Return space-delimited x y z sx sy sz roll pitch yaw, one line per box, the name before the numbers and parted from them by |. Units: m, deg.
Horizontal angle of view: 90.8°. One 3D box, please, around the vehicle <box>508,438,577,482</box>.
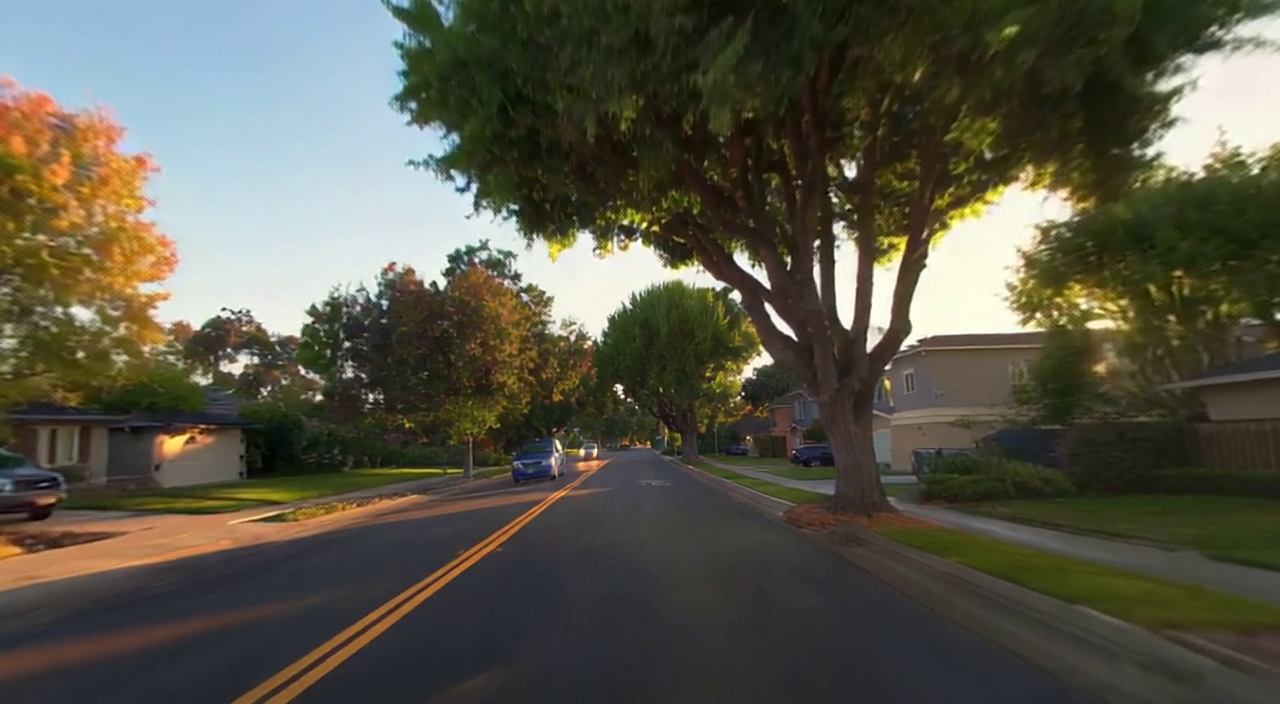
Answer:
vehicle | -4.392 4.953 29.463 2.303 1.813 5.660 -1 -8 0
